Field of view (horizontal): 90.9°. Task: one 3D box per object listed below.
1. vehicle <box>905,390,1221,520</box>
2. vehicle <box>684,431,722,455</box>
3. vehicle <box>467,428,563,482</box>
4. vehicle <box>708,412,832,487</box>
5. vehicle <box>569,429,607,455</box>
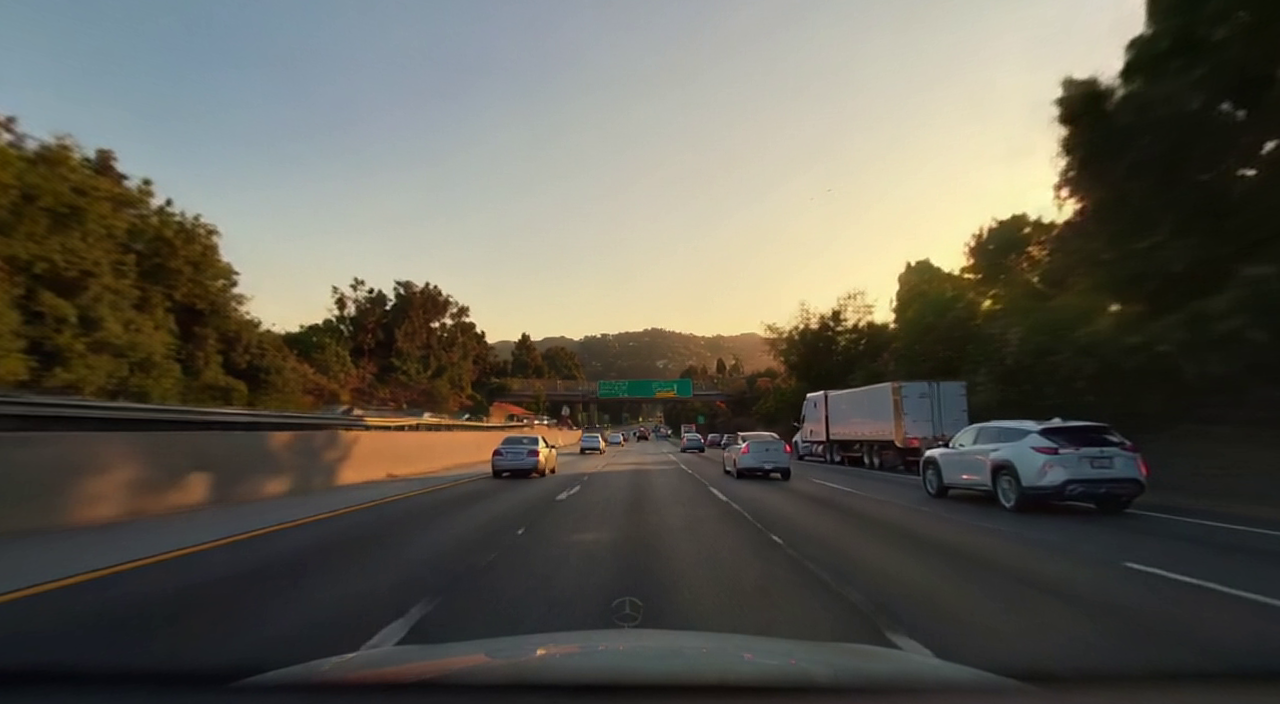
[{"bbox_3d":[7.618,1.958,12.458,2.291,1.968,5.662,0,-8,0],"label":"vehicle"},{"bbox_3d":[4.036,5.921,40.926,1.953,1.480,4.053,0,-8,-1],"label":"vehicle"},{"bbox_3d":[-3.646,3.082,19.171,1.978,1.473,4.073,0,-8,1],"label":"vehicle"},{"bbox_3d":[3.690,2.949,19.293,2.517,1.935,5.552,0,-8,-1],"label":"vehicle"},{"bbox_3d":[-3.361,5.877,41.240,2.020,1.628,4.248,0,-8,1],"label":"vehicle"}]
